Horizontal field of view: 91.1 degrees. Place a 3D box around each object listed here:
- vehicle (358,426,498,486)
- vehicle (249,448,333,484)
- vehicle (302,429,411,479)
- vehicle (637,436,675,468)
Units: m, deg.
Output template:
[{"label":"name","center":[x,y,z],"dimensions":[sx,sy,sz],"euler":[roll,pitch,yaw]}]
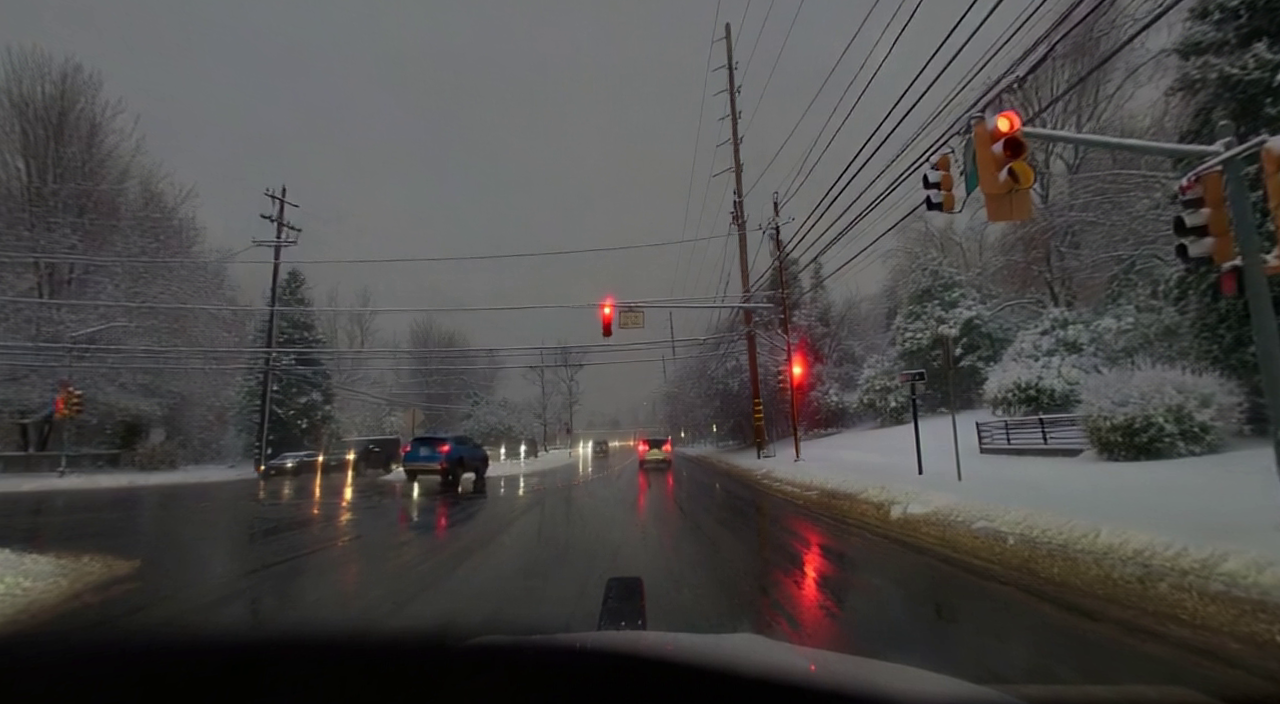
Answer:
[{"label":"vehicle","center":[-7.717,3.836,23.407],"dimensions":[2.175,1.957,4.686],"euler":[-5,-10,26]},{"label":"vehicle","center":[-17.092,5.588,31.009],"dimensions":[1.942,1.477,3.957],"euler":[-4,-9,0]},{"label":"vehicle","center":[-13.113,4.765,29.630],"dimensions":[2.350,2.104,5.828],"euler":[0,-8,1]},{"label":"vehicle","center":[0.928,5.731,36.036],"dimensions":[2.010,1.681,4.682],"euler":[-1,-8,2]}]
